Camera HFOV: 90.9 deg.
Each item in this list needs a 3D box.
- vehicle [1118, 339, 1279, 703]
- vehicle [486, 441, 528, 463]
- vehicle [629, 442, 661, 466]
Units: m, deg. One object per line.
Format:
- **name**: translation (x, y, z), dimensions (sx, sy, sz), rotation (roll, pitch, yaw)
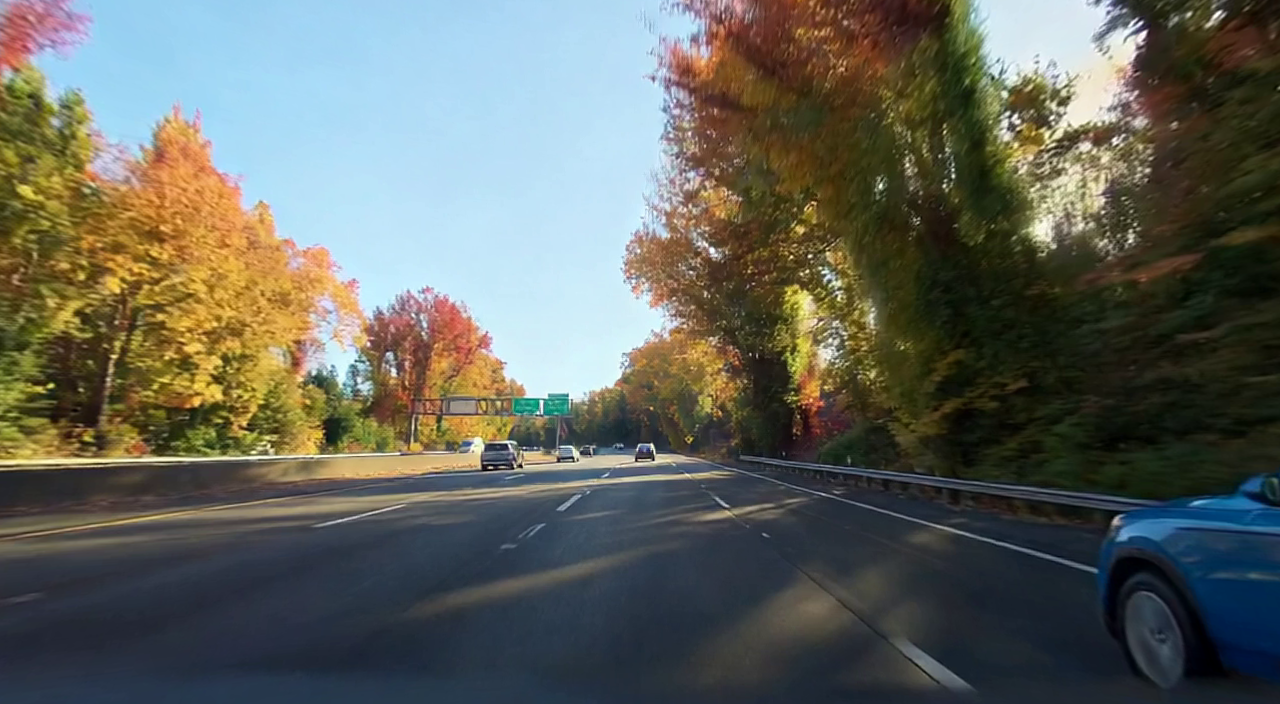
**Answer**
- **vehicle**: translation (3.357, 0.605, 0.837), dimensions (2.120, 1.706, 4.226), rotation (0, -8, 1)
- **vehicle**: translation (-9.496, 7.164, 45.277), dimensions (1.965, 1.473, 4.313), rotation (0, -8, 2)
- **vehicle**: translation (0.295, 6.608, 40.943), dimensions (1.985, 1.450, 4.266), rotation (0, -8, 0)
